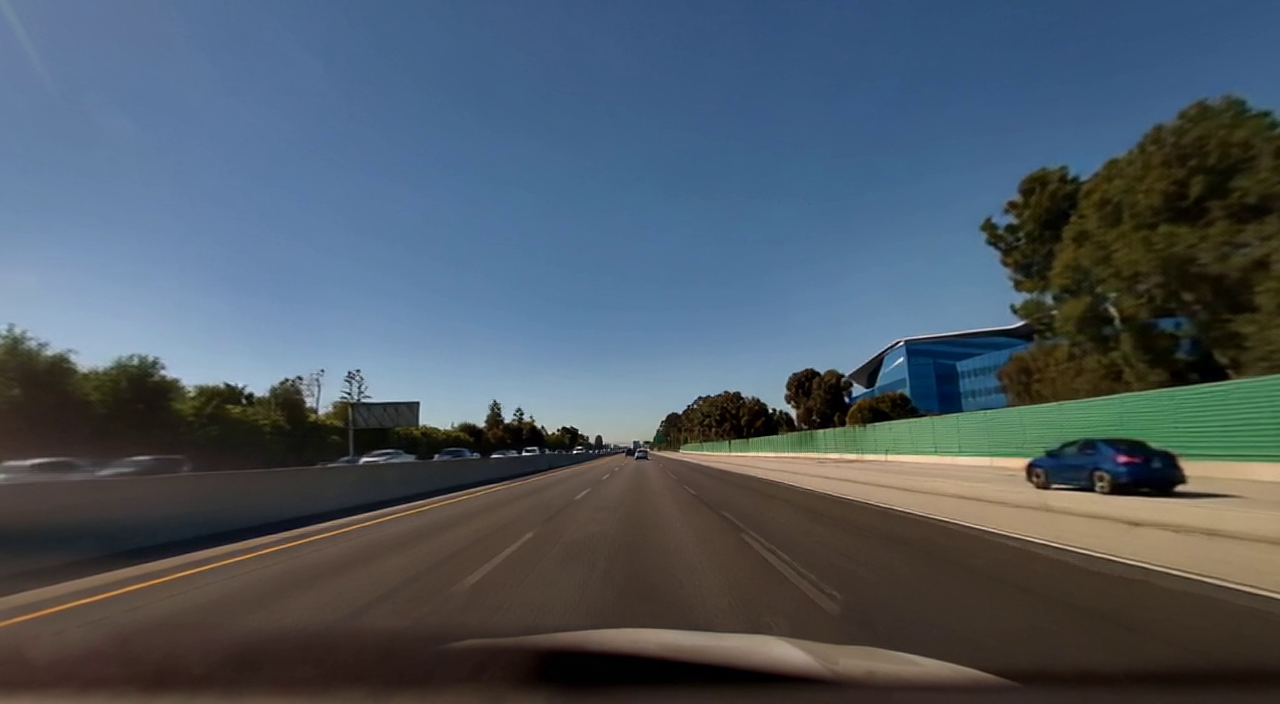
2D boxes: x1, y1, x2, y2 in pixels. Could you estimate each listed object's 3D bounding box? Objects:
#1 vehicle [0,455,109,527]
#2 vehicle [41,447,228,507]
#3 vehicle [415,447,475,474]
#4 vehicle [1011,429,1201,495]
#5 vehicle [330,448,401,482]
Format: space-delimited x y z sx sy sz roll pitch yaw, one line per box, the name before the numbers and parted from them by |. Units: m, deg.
vehicle | -15.688 3.313 15.120 1.972 1.614 4.406 0 -9 1
vehicle | -19.424 4.797 24.790 2.282 2.038 6.005 0 -9 1
vehicle | -11.055 6.177 36.046 1.971 1.469 4.346 0 -9 0
vehicle | 12.648 3.028 17.533 2.163 1.596 3.997 0 -9 -1
vehicle | -15.595 6.446 36.126 2.114 1.792 4.296 0 -9 0
